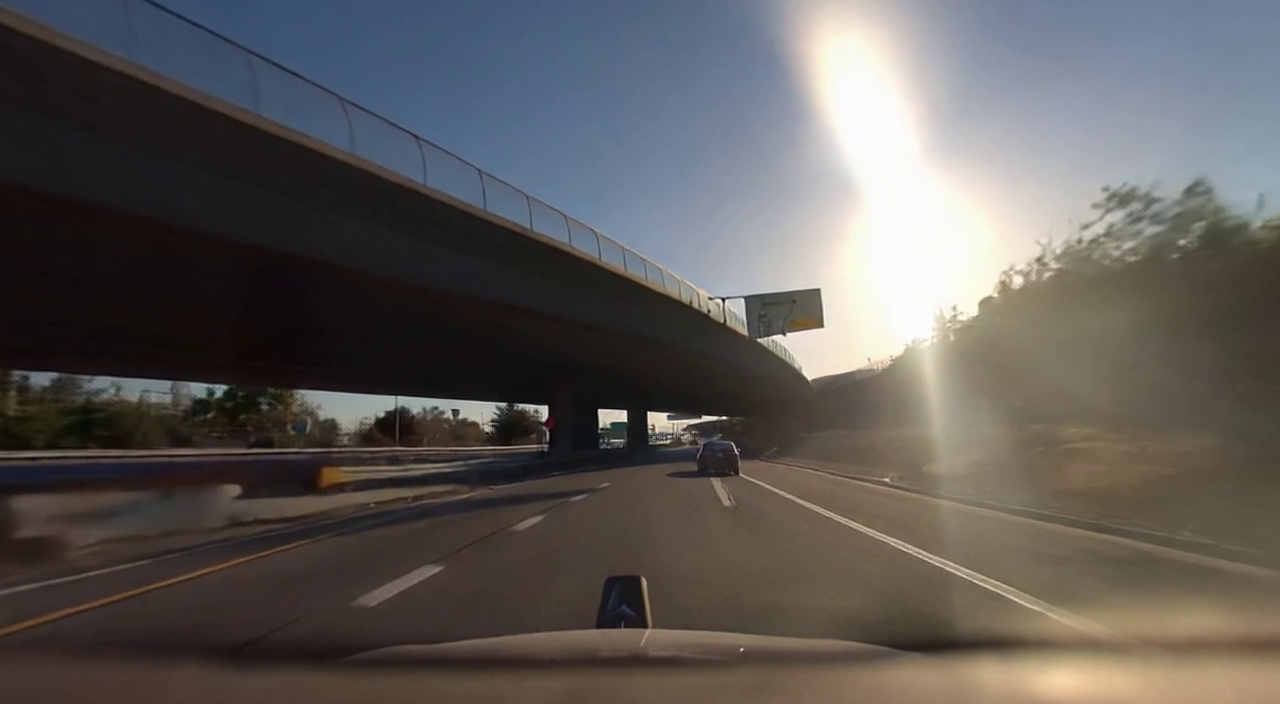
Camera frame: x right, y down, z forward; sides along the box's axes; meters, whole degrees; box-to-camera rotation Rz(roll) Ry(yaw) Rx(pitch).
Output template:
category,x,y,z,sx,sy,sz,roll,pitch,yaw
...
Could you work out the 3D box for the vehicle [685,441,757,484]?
category,x,y,z,sx,sy,sz,roll,pitch,yaw
vehicle,2.850,4.014,23.163,2.124,1.405,4.398,0,-8,1
